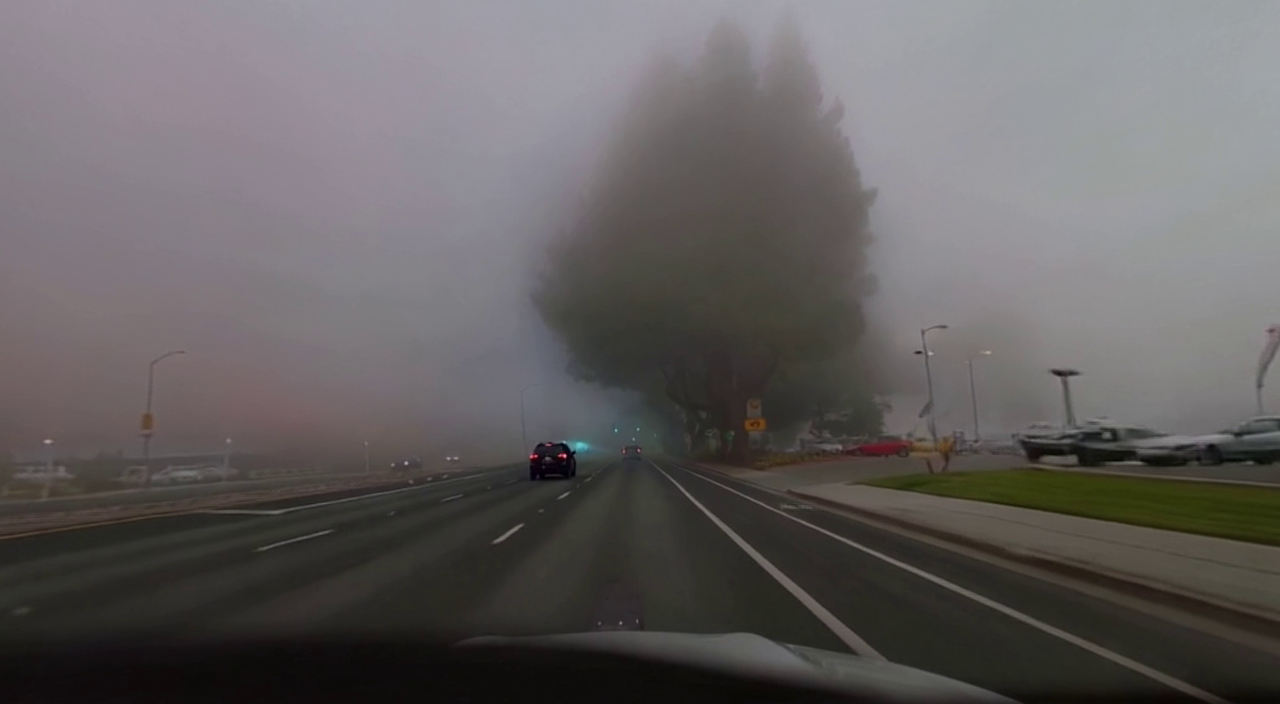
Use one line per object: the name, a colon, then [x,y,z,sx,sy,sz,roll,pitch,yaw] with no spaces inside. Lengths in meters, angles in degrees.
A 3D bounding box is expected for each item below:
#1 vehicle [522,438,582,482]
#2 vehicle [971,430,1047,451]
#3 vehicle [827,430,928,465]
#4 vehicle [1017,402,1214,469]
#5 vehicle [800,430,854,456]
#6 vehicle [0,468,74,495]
vehicle: [-3.786,4.743,27.969,1.985,1.772,4.479,-1,-9,0]
vehicle: [27.334,6.577,46.904,4.457,1.449,1.833,-2,-8,5]
vehicle: [12.903,5.212,34.556,4.612,1.491,2.061,-5,-8,1]
vehicle: [14.336,2.645,19.585,2.041,1.793,5.054,0,-9,-2]
vehicle: [14.103,6.818,47.641,3.562,1.693,1.876,2,-5,-27]
vehicle: [-44.385,9.372,46.054,1.947,1.712,4.853,0,-9,-3]
